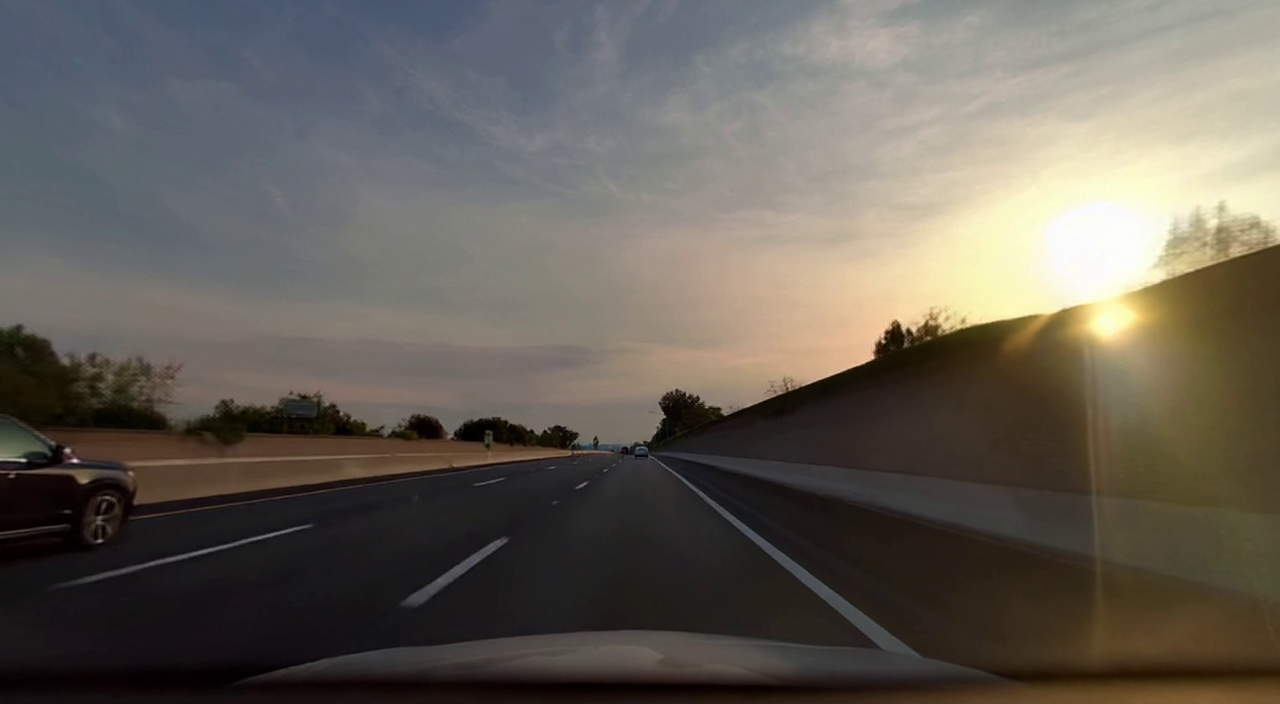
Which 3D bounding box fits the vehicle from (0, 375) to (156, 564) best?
[{"bbox_3d":[-7.758,1.140,6.065,2.163,1.947,4.959,0,-9,0],"label":"vehicle"}]
